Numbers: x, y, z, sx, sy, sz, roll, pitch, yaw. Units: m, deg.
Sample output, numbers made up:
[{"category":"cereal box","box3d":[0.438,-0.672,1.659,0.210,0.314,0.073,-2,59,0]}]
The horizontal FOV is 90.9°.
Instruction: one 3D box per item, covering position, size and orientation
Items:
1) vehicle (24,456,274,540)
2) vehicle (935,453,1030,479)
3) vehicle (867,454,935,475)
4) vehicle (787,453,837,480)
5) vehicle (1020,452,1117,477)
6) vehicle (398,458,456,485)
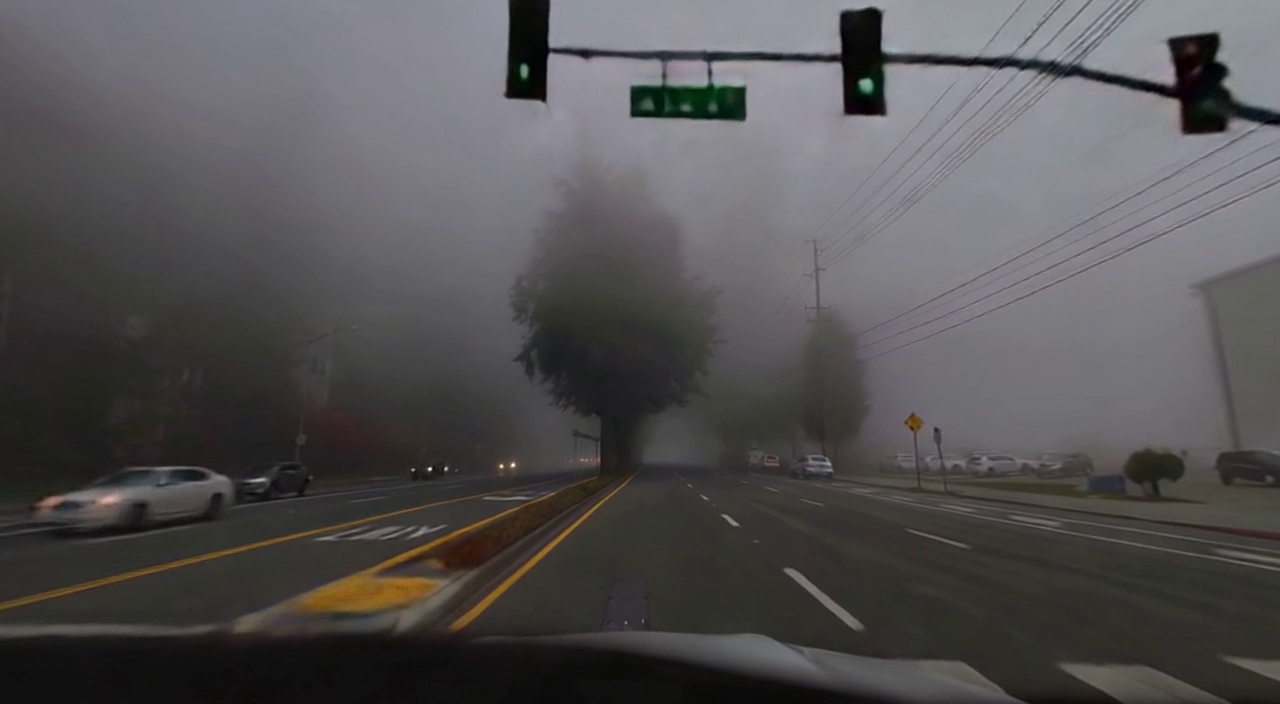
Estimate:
[{"category":"vehicle","box3d":[-10.458,3.084,14.002,1.899,1.464,4.418,0,-8,2]},{"category":"vehicle","box3d":[20.823,6.941,38.416,4.664,1.504,1.816,0,-9,2]},{"category":"vehicle","box3d":[20.117,8.698,48.837,4.643,1.520,1.894,-3,-9,18]},{"category":"vehicle","box3d":[12.309,8.212,45.414,2.182,1.768,4.904,0,-8,0]},{"category":"vehicle","box3d":[25.667,6.752,37.887,4.368,1.394,1.983,1,-10,0]},{"category":"vehicle","box3d":[-13.591,7.640,40.502,2.047,1.467,4.611,0,-8,1]}]
